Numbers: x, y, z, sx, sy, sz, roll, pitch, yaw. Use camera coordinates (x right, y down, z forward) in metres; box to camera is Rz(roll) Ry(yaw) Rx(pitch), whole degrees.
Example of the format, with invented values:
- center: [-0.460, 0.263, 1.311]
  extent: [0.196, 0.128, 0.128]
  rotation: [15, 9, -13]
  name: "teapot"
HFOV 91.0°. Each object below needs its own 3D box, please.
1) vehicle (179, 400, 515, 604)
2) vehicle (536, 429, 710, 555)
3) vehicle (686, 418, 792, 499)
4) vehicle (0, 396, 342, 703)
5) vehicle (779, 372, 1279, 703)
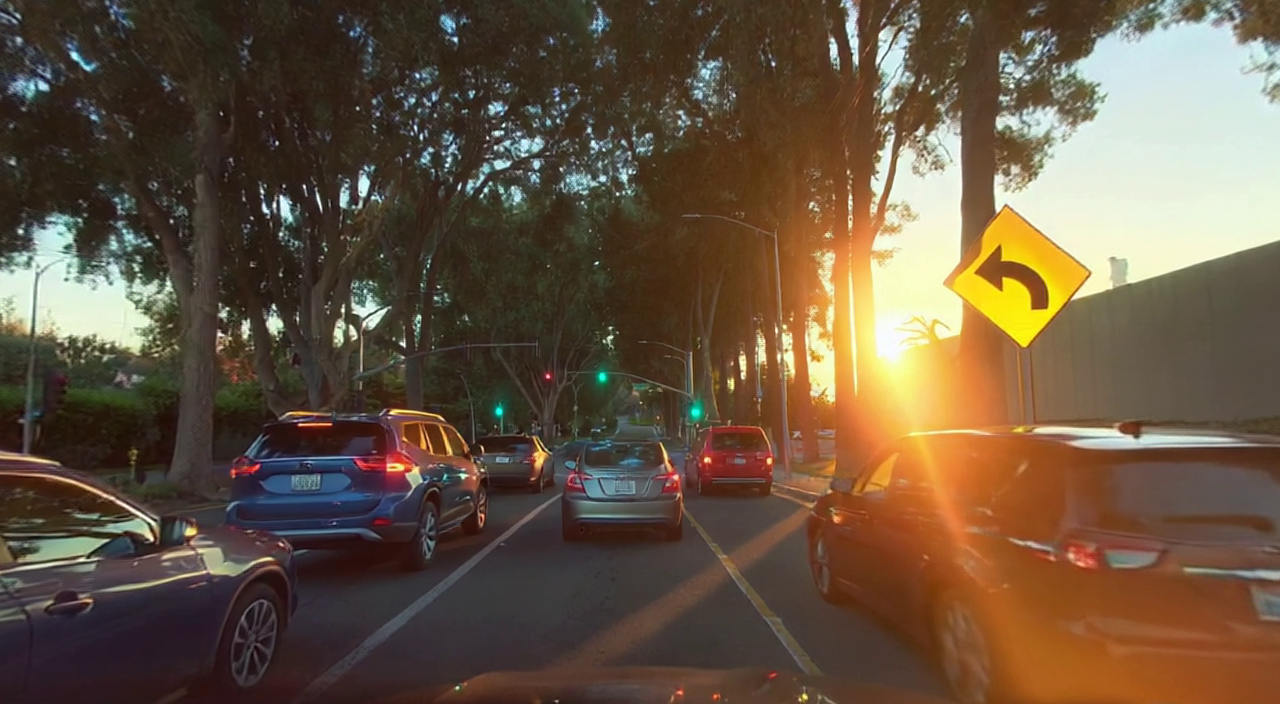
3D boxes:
- center: [-2.897, 1.574, 7.454]
  extent: [1.964, 1.712, 4.097]
  rotation: [0, -8, 0]
  name: "vehicle"
- center: [-0.252, 1.925, 9.340]
  extent: [2.025, 1.453, 3.848]
  rotation: [0, -8, -2]
  name: "vehicle"
- center: [2.453, 2.809, 16.879]
  extent: [2.059, 1.864, 4.541]
  rotation: [0, -8, -1]
  name: "vehicle"
- center: [-2.925, 0.843, 1.619]
  extent: [1.974, 1.484, 4.716]
  rotation: [0, -8, 0]
  name: "vehicle"
- center: [2.522, 1.146, 4.171]
  extent: [2.116, 1.497, 4.652]
  rotation: [0, -8, 0]
  name: "vehicle"
